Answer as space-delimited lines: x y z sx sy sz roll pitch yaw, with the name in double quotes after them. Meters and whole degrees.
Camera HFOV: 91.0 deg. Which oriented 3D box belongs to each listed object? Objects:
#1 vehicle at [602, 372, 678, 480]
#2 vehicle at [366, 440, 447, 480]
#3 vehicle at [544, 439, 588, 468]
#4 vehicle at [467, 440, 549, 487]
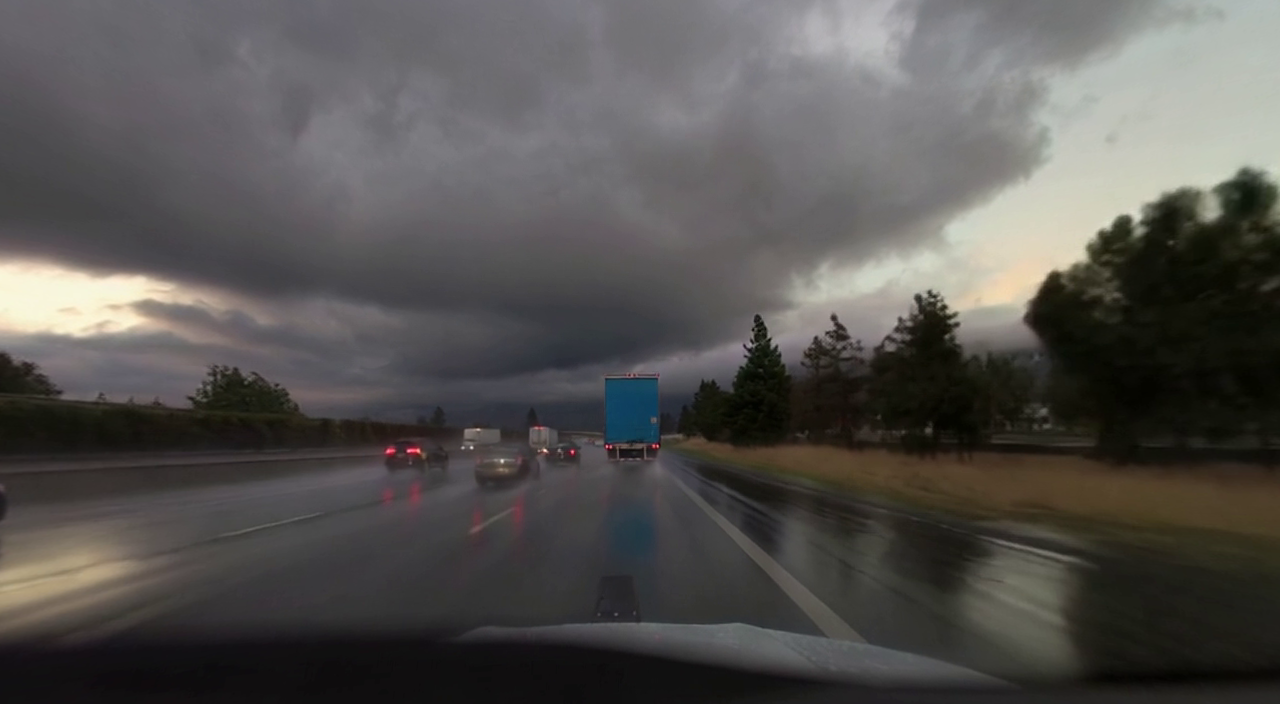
-0.234 3.593 29.591 2.913 4.113 10.724 0 -8 -2 "vehicle"
-10.124 4.683 27.644 1.952 1.590 4.090 0 -8 1 "vehicle"
-4.445 6.157 38.394 2.158 1.680 4.087 0 -8 0 "vehicle"
-4.754 4.058 23.277 2.164 1.582 3.979 0 -8 0 "vehicle"
